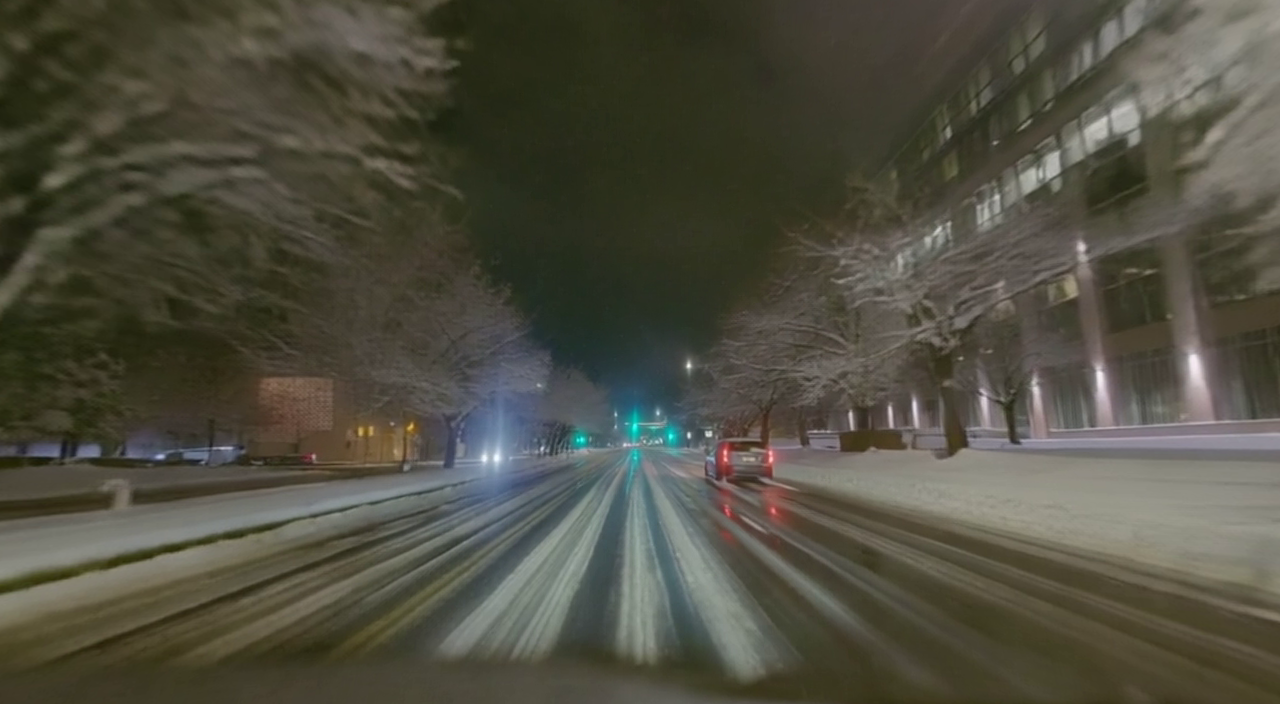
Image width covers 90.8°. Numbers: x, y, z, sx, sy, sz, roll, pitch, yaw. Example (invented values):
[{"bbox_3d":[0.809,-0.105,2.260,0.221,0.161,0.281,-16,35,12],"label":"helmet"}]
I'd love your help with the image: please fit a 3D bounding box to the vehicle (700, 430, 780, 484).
[{"bbox_3d":[3.474,3.729,22.760,2.083,1.743,4.354,0,-8,-1],"label":"vehicle"}]
